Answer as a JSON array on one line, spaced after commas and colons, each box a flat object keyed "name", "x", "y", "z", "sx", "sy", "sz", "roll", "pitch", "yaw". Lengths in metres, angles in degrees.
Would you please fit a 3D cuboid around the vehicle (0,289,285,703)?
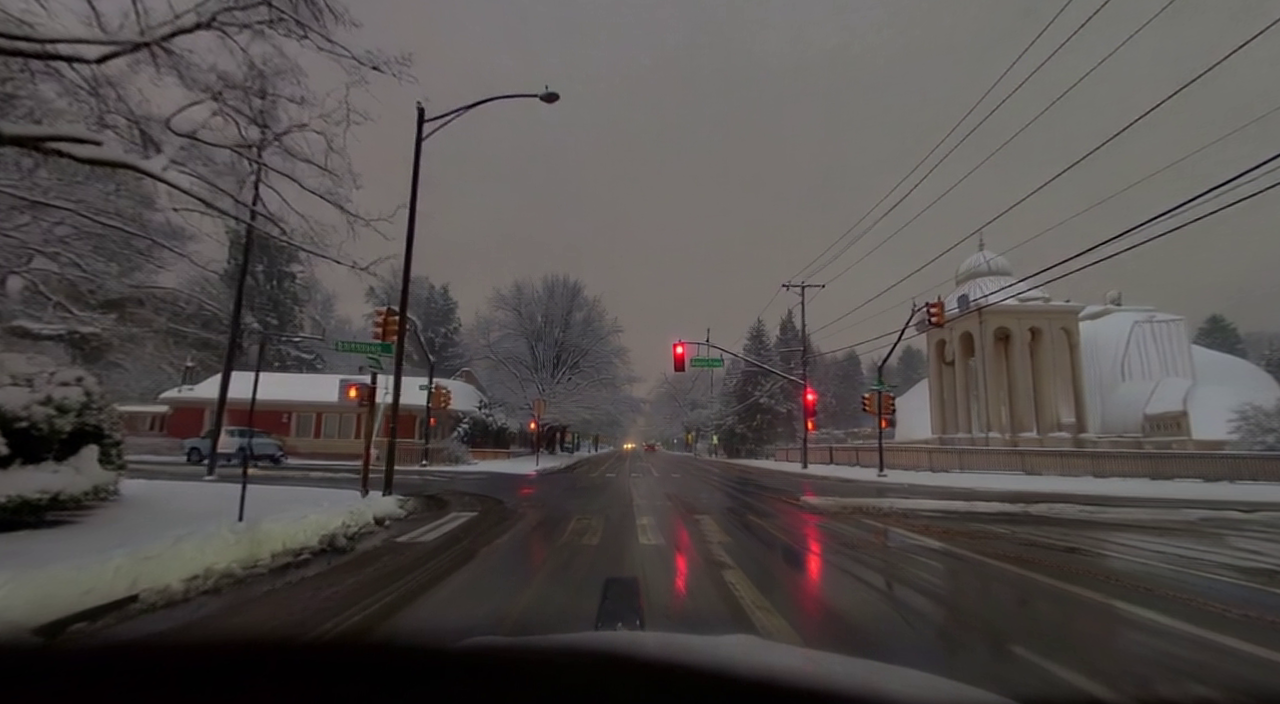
[{"name": "vehicle", "x": -3.285, "y": 0.495, "z": 0.421, "sx": 2.271, "sy": 1.885, "sz": 6.346, "roll": 0, "pitch": -9, "yaw": 2}]
